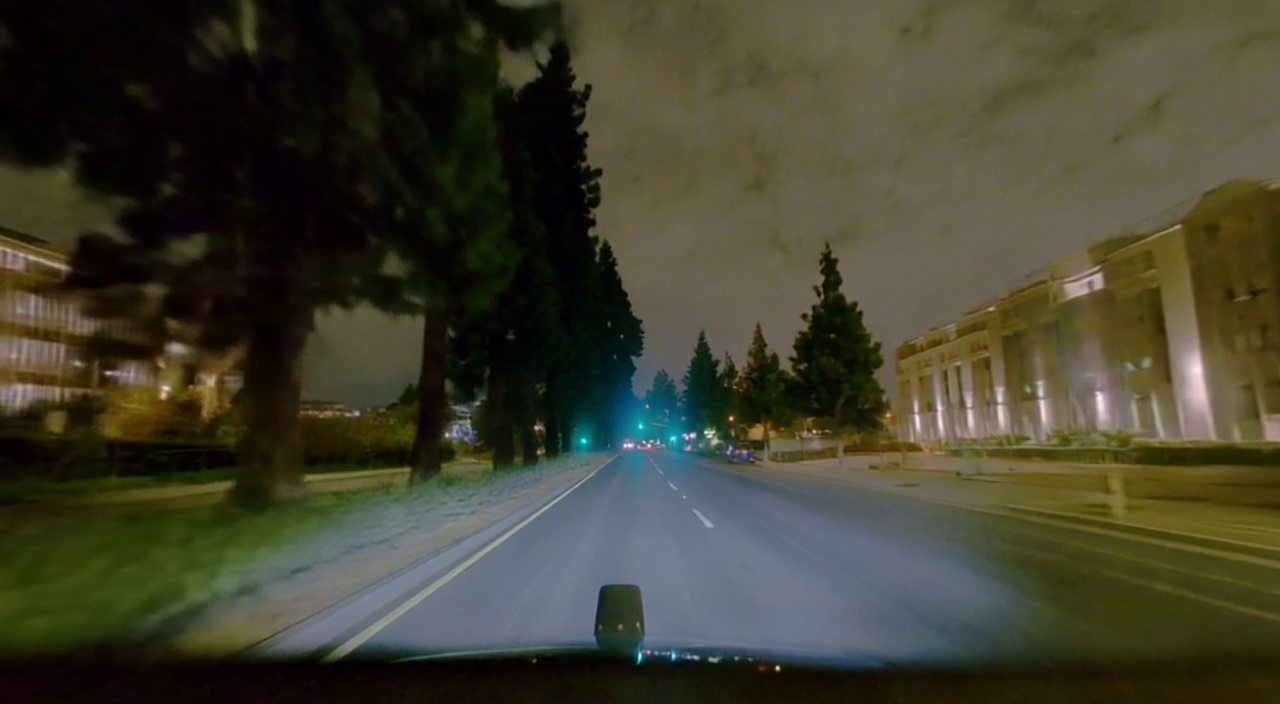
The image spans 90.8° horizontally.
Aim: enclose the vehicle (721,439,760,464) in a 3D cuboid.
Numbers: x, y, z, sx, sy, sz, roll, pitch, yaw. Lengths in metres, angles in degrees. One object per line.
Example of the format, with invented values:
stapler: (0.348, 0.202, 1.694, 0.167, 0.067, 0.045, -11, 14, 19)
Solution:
vehicle: (7.732, 7.721, 49.064, 2.167, 1.848, 4.713, 0, -8, -2)
